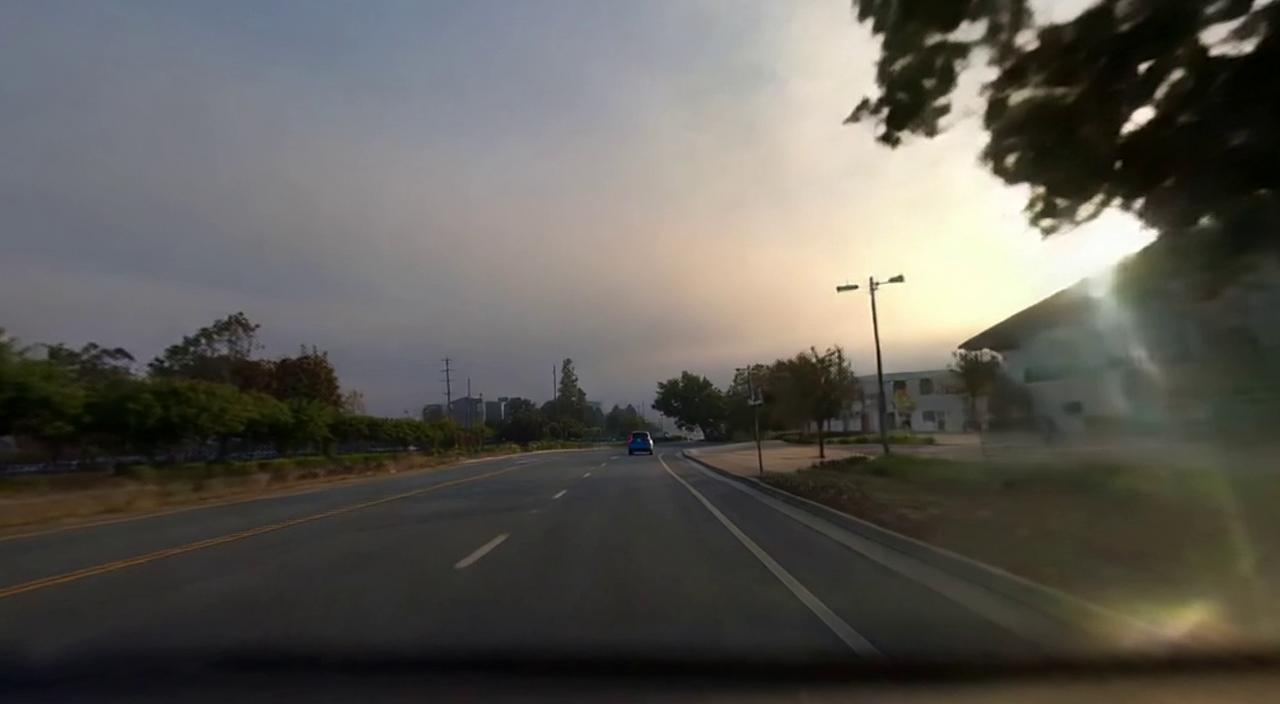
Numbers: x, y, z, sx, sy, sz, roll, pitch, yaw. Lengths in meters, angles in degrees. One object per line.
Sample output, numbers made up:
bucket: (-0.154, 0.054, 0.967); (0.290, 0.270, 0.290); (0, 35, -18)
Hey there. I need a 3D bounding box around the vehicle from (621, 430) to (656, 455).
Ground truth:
vehicle: (-0.058, 6.901, 48.194); (2.370, 1.781, 4.440); (0, -8, 3)
